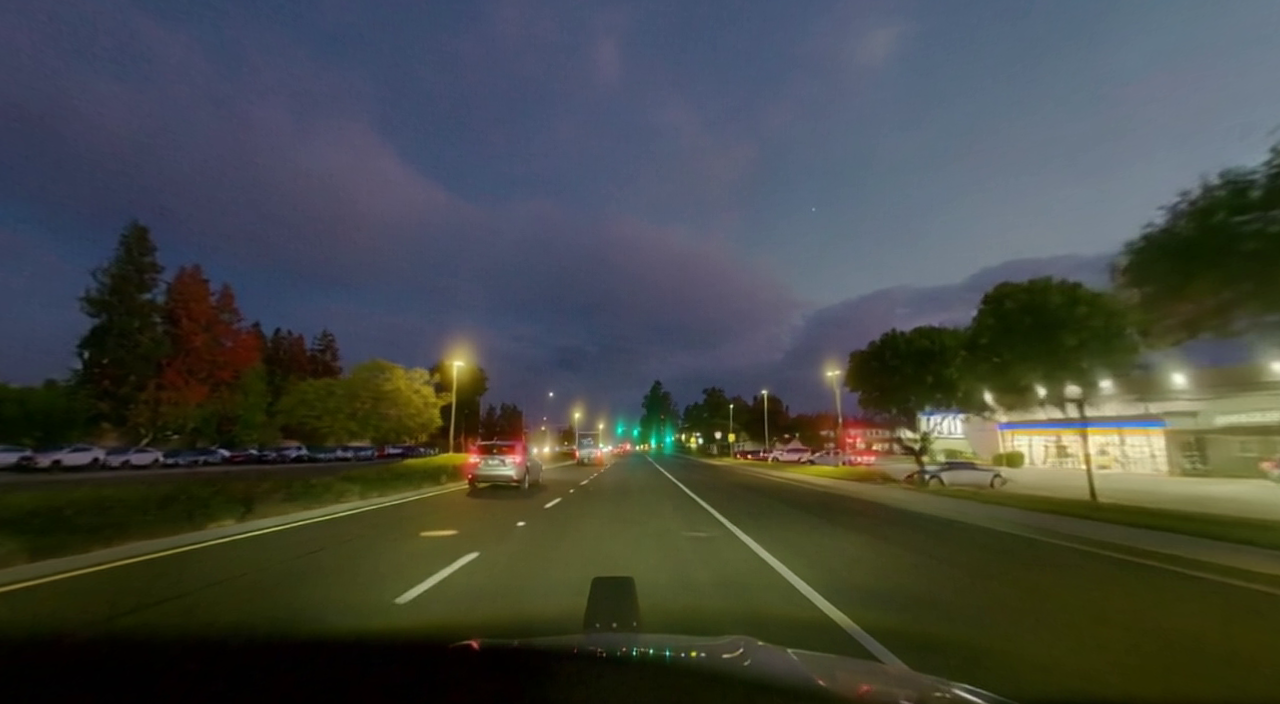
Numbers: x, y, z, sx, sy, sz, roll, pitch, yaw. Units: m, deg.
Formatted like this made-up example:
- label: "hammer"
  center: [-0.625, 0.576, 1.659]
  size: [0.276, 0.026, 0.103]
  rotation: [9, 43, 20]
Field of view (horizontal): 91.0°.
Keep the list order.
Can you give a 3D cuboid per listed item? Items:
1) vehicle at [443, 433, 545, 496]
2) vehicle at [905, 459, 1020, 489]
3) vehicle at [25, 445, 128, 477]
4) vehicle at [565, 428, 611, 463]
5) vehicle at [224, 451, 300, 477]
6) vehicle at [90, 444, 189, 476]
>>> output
- label: "vehicle"
  center: [-4.297, 3.383, 19.300]
  size: [2.109, 1.672, 4.256]
  rotation: [0, -9, 0]
- label: "vehicle"
  center: [16.372, 6.208, 32.127]
  size: [4.723, 1.466, 2.085]
  rotation: [0, -9, -1]
- label: "vehicle"
  center: [-31.464, 6.088, 35.342]
  size: [1.905, 1.657, 4.584]
  rotation: [1, -9, -7]
- label: "vehicle"
  center: [-3.927, 7.266, 48.885]
  size: [2.917, 2.524, 6.990]
  rotation: [0, -9, 0]
- label: "vehicle"
  center: [-23.080, 6.827, 38.681]
  size: [1.885, 1.428, 4.638]
  rotation: [0, -9, -2]
- label: "vehicle"
  center: [-28.701, 6.182, 36.308]
  size: [1.946, 1.711, 4.518]
  rotation: [0, -9, 0]
